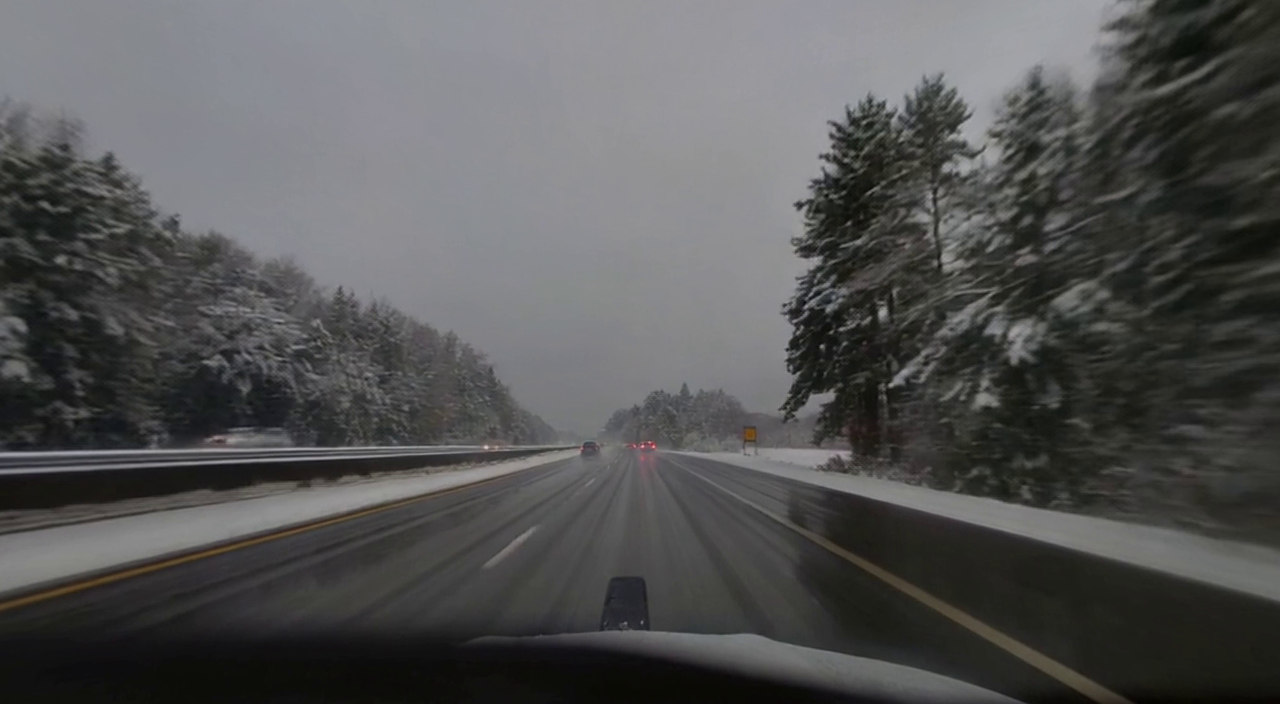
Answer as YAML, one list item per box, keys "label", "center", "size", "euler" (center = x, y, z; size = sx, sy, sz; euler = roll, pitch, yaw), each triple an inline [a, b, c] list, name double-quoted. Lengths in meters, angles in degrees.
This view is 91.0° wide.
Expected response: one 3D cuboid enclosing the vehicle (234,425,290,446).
- label: "vehicle"
  center: [-29.655, 6.608, 49.508]
  size: [1.844, 1.582, 4.193]
  euler: [0, -8, -2]
